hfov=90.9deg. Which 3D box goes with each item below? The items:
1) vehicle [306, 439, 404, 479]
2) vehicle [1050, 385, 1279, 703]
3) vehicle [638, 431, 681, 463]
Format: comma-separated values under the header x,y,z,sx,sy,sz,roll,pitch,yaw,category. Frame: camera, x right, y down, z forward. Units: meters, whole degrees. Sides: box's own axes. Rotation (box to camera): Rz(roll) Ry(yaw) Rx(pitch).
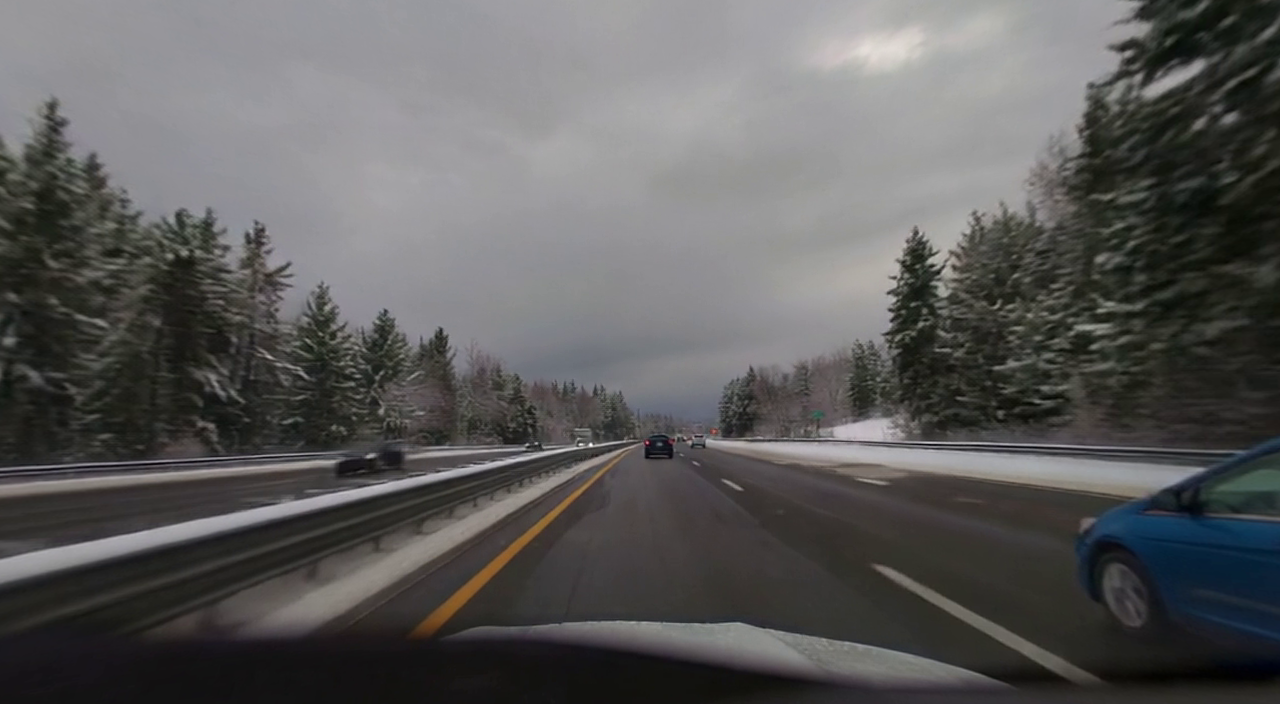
x,y,z,sx,sy,sz,roll,pitch,yaw,category
-11.913,4.451,26.683,1.910,1.498,4.618,0,-8,1,vehicle
3.603,0.749,1.695,1.981,1.467,4.459,0,-8,0,vehicle
0.941,4.838,32.378,2.046,1.526,3.903,0,-8,0,vehicle
